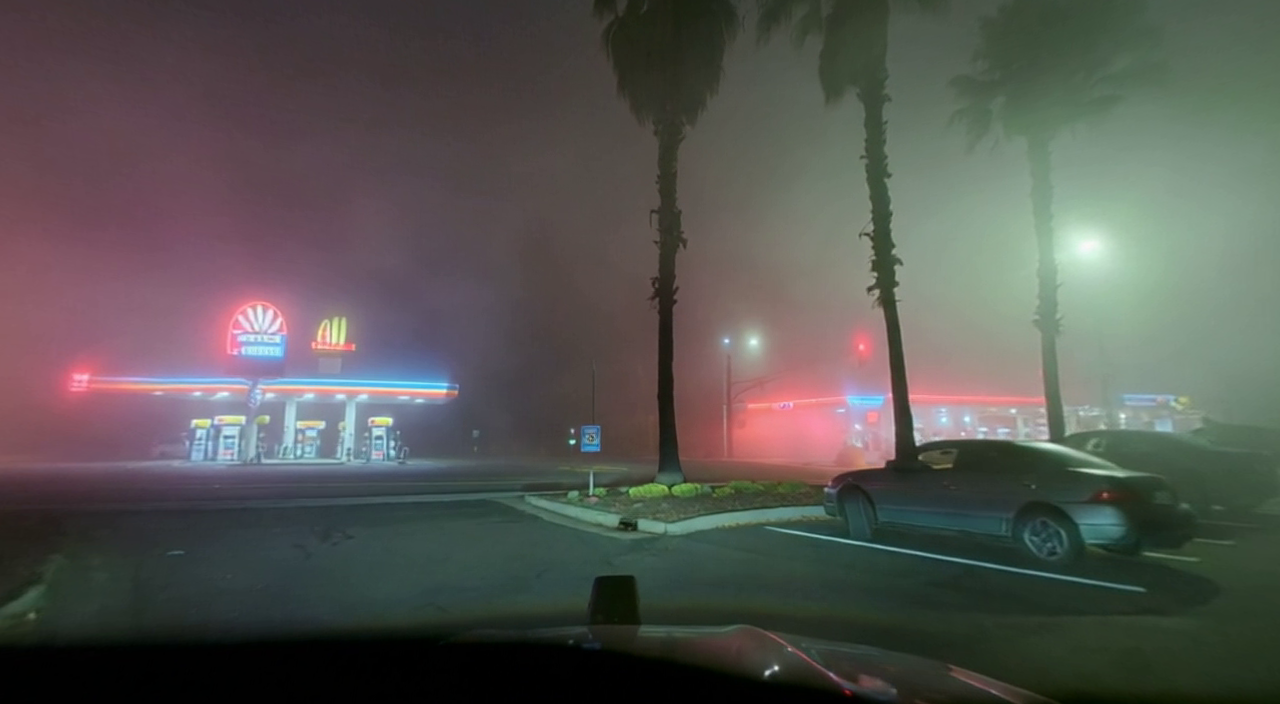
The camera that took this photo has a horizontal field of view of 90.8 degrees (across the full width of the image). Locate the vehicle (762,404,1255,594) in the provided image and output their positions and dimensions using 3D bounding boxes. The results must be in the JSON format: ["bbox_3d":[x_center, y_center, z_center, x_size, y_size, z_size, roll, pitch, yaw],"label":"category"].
[{"bbox_3d":[3.801,1.529,7.481,1.937,1.490,4.564,6,-10,-34],"label":"vehicle"}]
